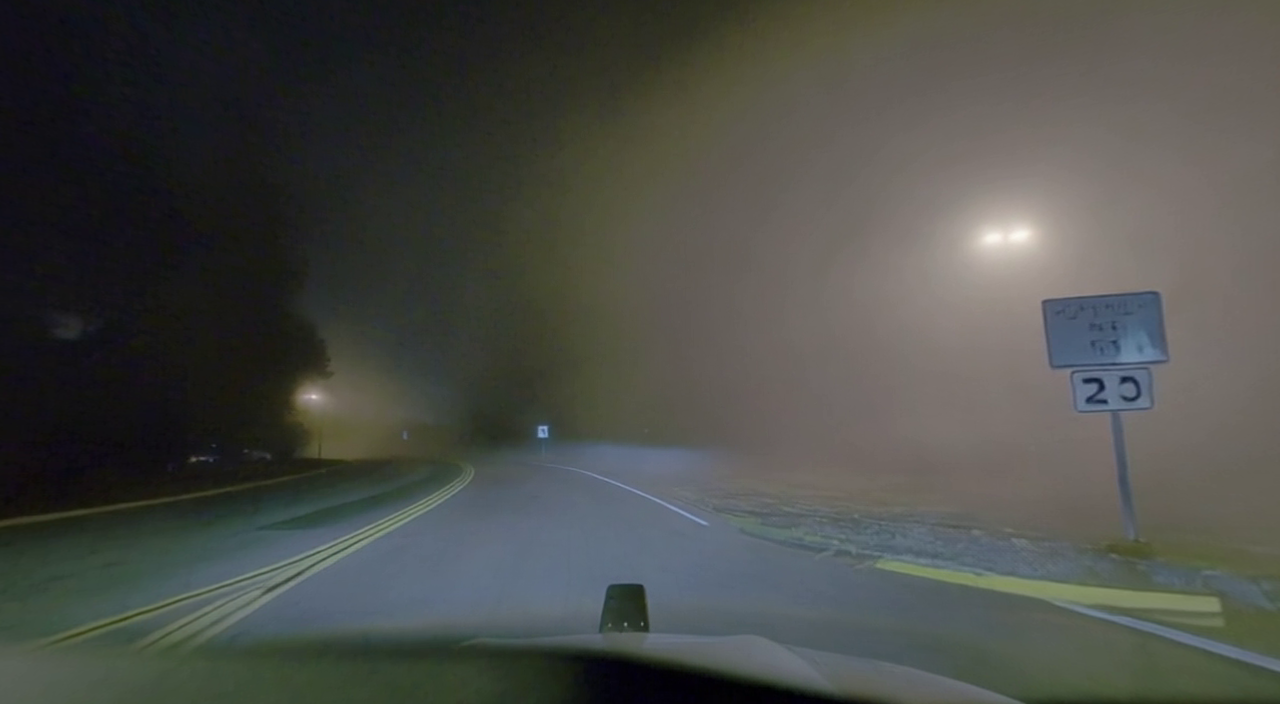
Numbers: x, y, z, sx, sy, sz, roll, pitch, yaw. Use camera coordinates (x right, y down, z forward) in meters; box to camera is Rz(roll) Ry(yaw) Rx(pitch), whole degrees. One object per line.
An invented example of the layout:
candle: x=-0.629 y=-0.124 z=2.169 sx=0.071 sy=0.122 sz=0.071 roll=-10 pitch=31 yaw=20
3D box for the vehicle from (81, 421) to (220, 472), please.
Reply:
vehicle: x=-20.779 y=4.009 z=26.806 sx=4.699 sy=1.996 sz=2.116 roll=-2 pitch=-9 yaw=15
